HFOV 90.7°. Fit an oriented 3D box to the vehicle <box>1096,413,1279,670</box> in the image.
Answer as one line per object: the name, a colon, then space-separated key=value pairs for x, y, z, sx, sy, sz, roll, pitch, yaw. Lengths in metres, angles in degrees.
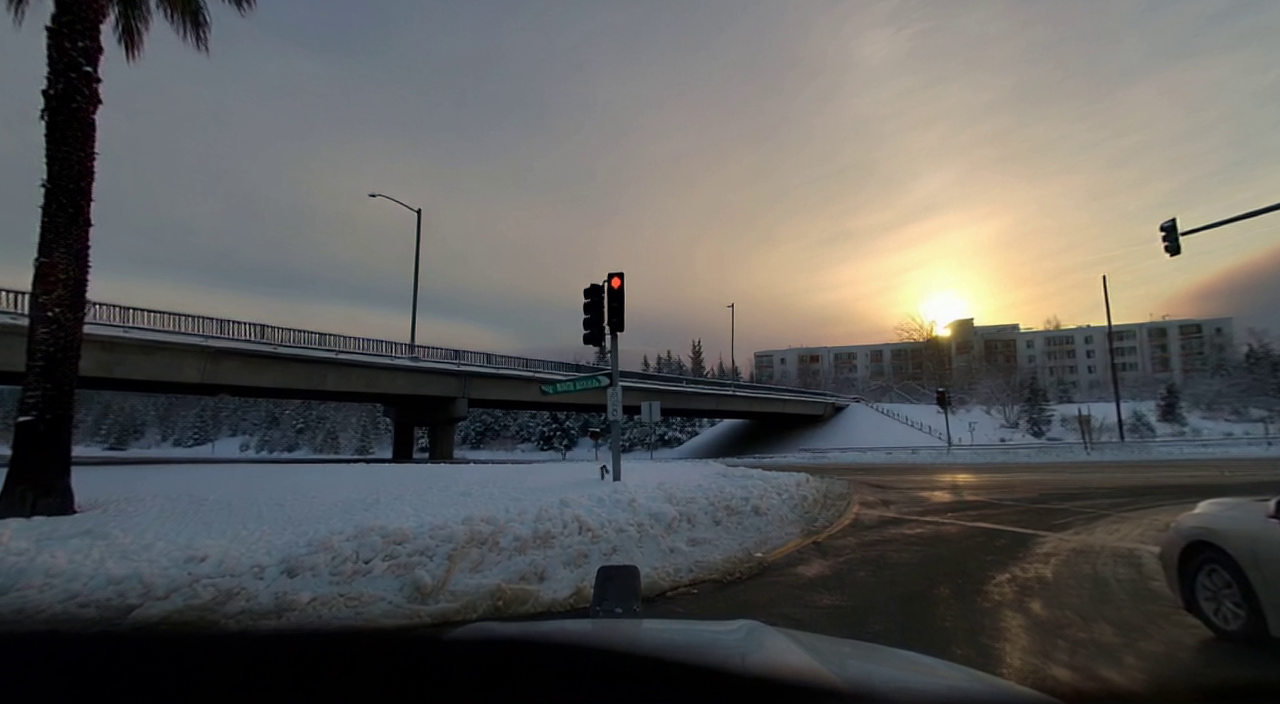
vehicle: x=4.594 y=1.012 z=3.067 sx=1.959 sy=1.485 sz=4.628 roll=-2 pitch=-9 yaw=10
